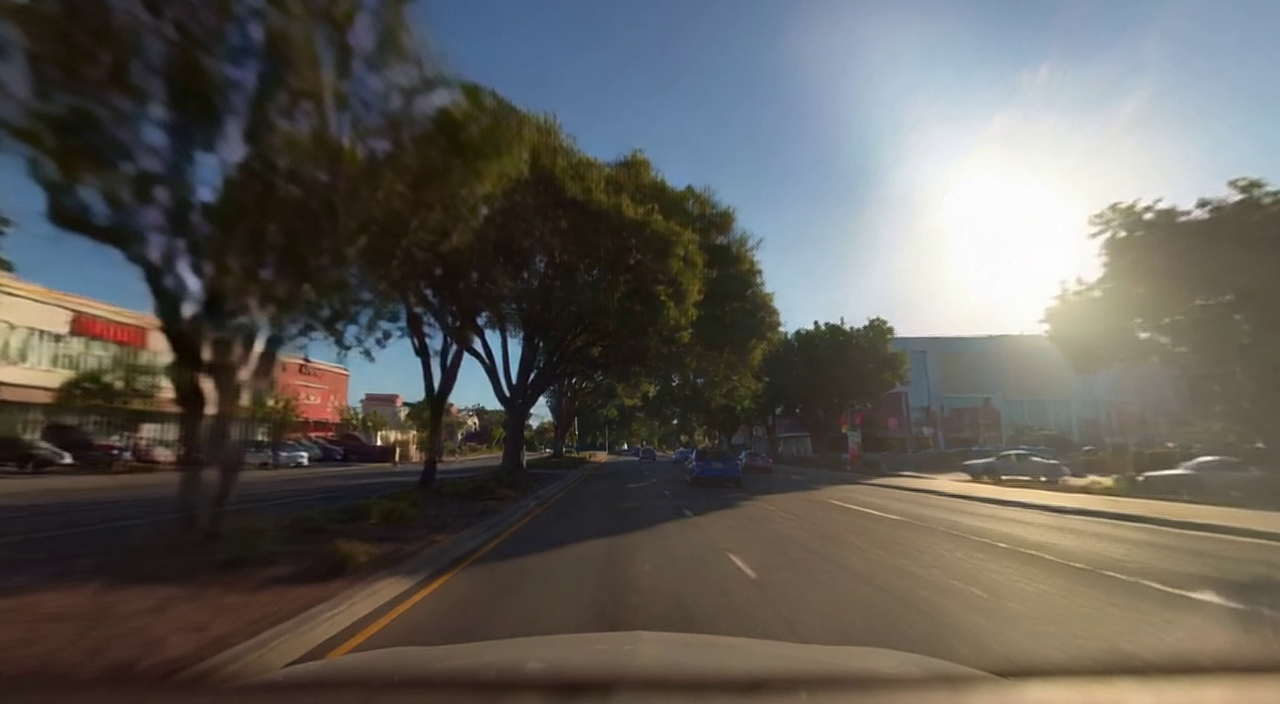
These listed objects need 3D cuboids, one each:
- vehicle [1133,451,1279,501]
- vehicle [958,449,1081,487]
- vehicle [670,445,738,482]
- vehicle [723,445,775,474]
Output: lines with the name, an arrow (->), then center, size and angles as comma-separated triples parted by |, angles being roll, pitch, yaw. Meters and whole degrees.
vehicle -> 18.651, 3.889, 20.015 | 4.727, 1.433, 2.088 | 2, -9, -13
vehicle -> 16.511, 5.011, 27.443 | 4.486, 1.532, 1.939 | 3, -9, -15
vehicle -> 2.628, 4.737, 27.114 | 2.256, 1.451, 4.313 | 1, -9, -3
vehicle -> 5.947, 5.914, 34.890 | 1.886, 1.528, 4.169 | 1, -9, -4
